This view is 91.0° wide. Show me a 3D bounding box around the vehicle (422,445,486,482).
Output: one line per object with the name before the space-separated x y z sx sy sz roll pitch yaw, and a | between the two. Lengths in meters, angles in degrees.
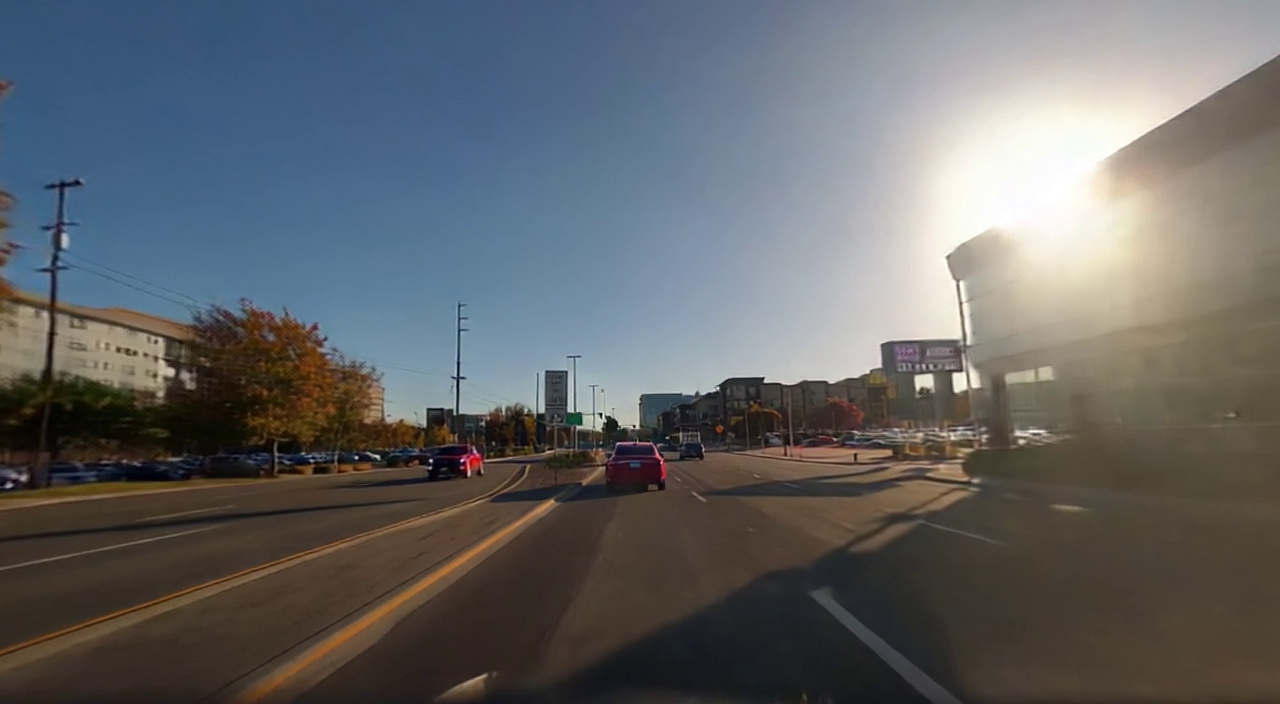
vehicle | -9.183 5.514 31.450 1.903 1.476 4.395 -5 -8 -1

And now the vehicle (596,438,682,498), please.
vehicle | -0.055 3.179 17.645 2.126 1.475 3.967 0 -8 -1
